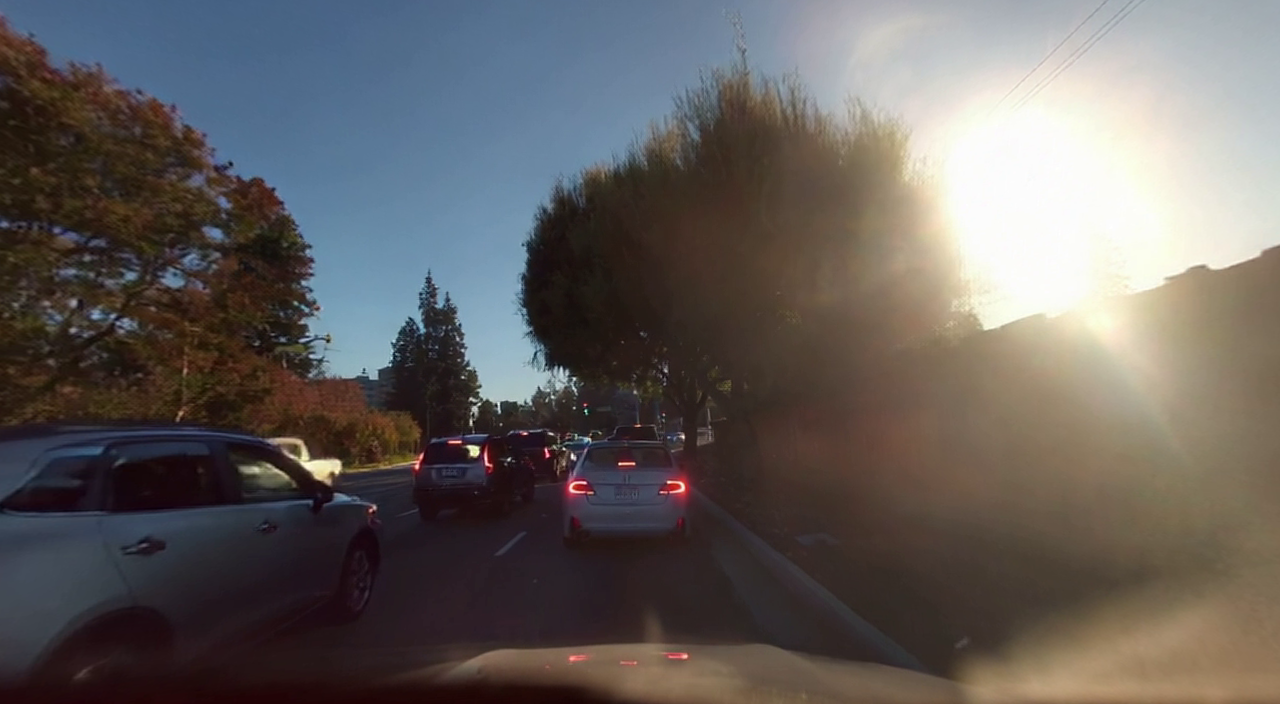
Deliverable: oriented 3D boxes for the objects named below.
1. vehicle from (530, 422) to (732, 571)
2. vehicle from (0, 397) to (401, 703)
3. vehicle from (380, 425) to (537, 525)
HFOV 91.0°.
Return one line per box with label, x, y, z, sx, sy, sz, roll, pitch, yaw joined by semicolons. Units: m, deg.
vehicle;-0.126;1.722;8.230;1.995;1.460;3.865;0;-8;-1
vehicle;-3.155;1.084;3.247;1.980;1.520;4.636;0;-8;1
vehicle;-3.226;2.255;11.991;1.850;1.582;3.688;0;-8;0
